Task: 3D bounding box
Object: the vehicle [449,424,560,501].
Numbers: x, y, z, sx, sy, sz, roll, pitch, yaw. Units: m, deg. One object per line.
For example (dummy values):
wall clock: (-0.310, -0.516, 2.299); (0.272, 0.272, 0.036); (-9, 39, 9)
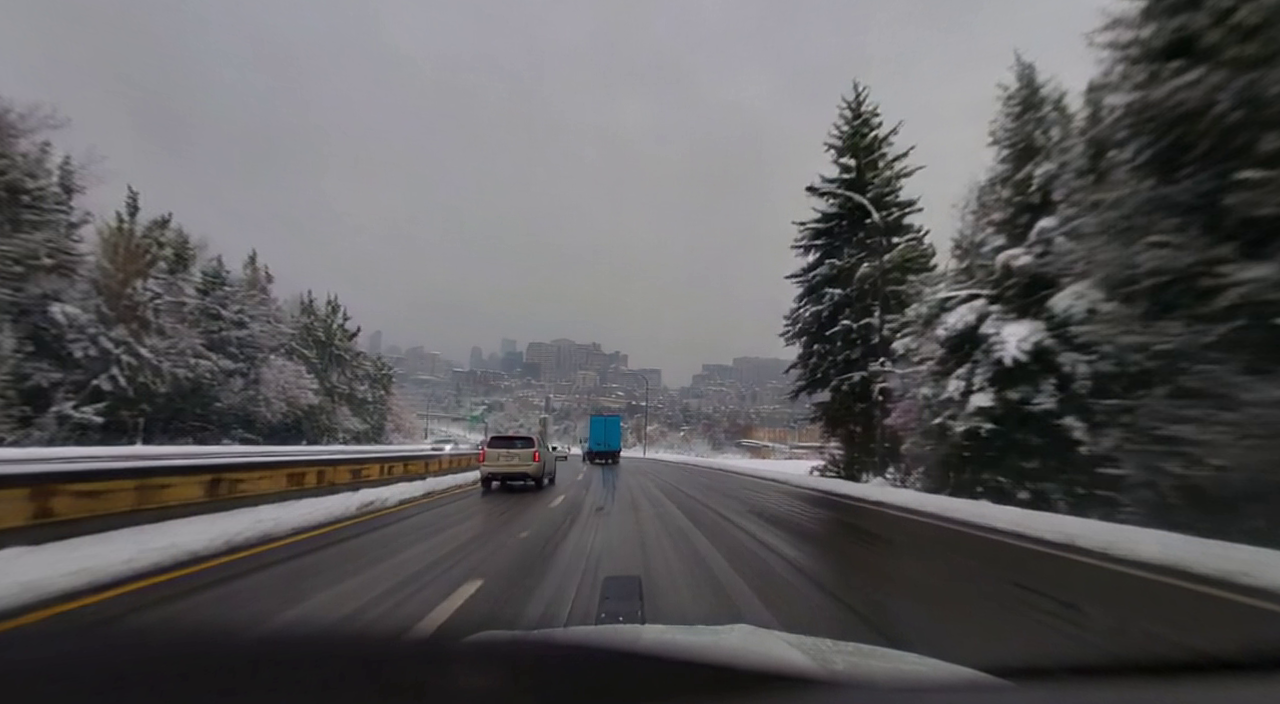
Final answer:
vehicle: (-3.409, 2.877, 16.746); (2.041, 1.734, 4.391); (1, -9, -1)
